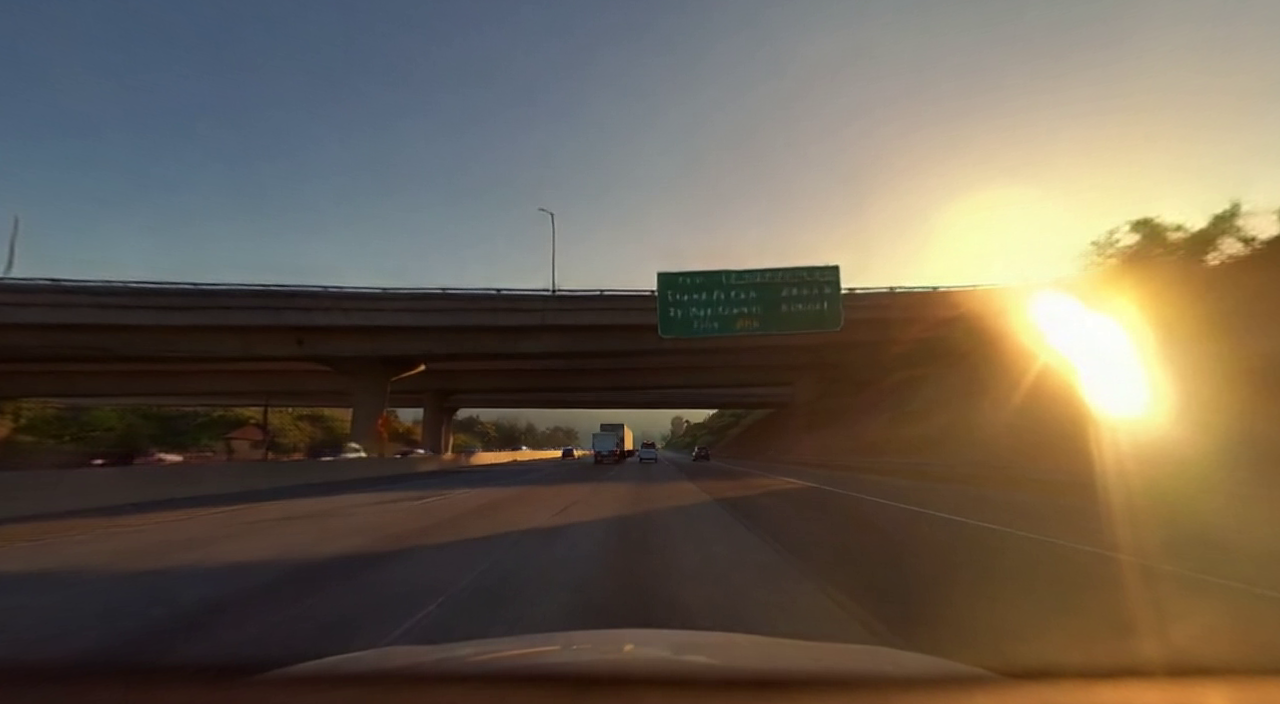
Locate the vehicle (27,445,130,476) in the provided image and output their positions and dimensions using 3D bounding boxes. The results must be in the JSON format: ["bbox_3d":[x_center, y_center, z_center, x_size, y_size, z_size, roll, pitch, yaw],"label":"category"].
[{"bbox_3d":[-35.354,6.806,39.931,2.014,1.835,4.795,0,-9,1],"label":"vehicle"}]

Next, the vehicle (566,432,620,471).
[{"bbox_3d":[-3.202,7.377,47.638,2.854,2.379,16.653,-1,-8,0],"label":"vehicle"}]

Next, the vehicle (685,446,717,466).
[{"bbox_3d":[4.645,7.956,48.536,1.993,1.474,4.230,0,-9,-1],"label":"vehicle"}]

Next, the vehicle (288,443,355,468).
[{"bbox_3d":[-20.957,6.841,41.788,1.943,1.543,4.715,0,-9,0],"label":"vehicle"}]

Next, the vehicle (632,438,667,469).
[{"bbox_3d":[0.637,6.982,43.506,2.309,2.023,5.130,0,-8,0],"label":"vehicle"}]
